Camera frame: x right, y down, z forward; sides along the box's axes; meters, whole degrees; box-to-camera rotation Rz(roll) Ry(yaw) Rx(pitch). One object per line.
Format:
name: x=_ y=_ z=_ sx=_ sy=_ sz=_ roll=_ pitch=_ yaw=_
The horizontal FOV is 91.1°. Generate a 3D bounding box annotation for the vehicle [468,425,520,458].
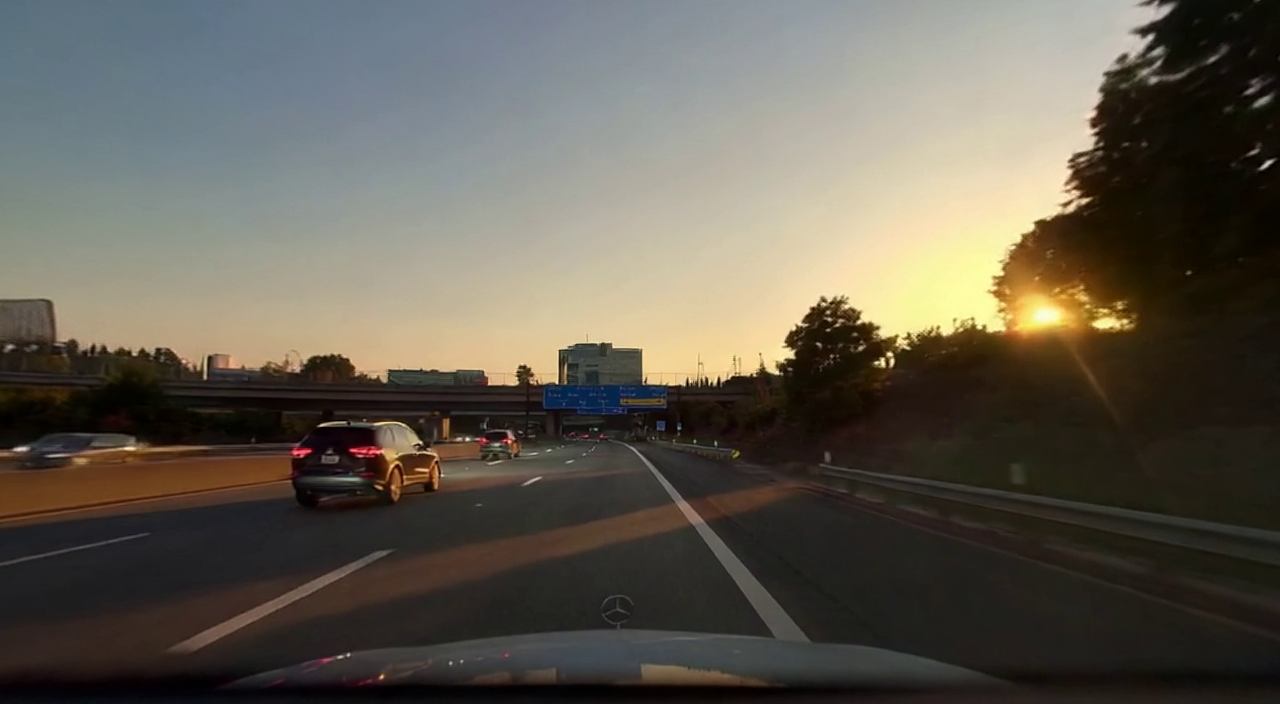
vehicle: x=-8.953 y=5.529 z=39.053 sx=2.169 sy=1.844 sz=5.154 roll=1 pitch=-8 yaw=-2

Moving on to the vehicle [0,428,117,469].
vehicle: x=-24.494 y=3.961 z=26.013 sx=2.090 sy=1.531 sz=4.182 roll=0 pitch=-8 yaw=-1

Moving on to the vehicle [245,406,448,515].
vehicle: x=-5.346 y=2.014 z=12.173 sx=2.007 sy=1.727 sz=4.040 roll=0 pitch=-8 yaw=-1
